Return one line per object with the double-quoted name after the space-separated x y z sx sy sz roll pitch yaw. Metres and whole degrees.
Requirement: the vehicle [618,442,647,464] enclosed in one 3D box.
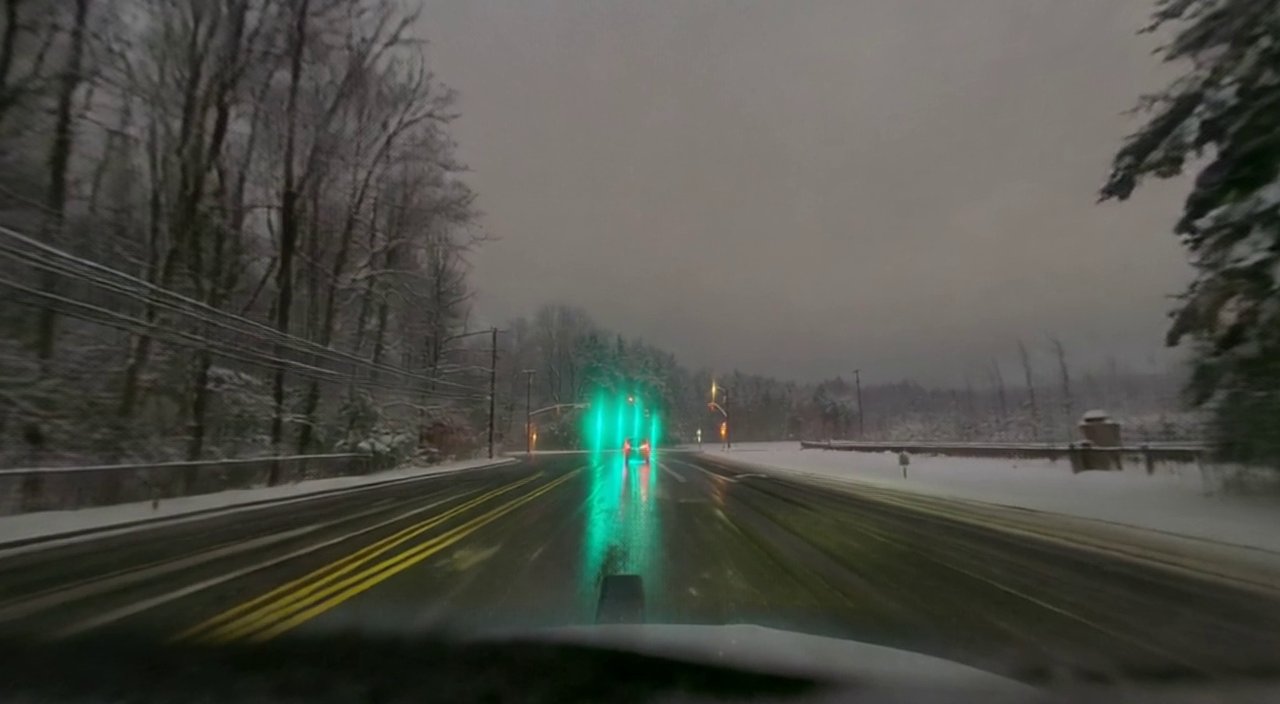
-0.567 7.397 46.297 2.042 1.489 3.963 0 -9 -1 "vehicle"
